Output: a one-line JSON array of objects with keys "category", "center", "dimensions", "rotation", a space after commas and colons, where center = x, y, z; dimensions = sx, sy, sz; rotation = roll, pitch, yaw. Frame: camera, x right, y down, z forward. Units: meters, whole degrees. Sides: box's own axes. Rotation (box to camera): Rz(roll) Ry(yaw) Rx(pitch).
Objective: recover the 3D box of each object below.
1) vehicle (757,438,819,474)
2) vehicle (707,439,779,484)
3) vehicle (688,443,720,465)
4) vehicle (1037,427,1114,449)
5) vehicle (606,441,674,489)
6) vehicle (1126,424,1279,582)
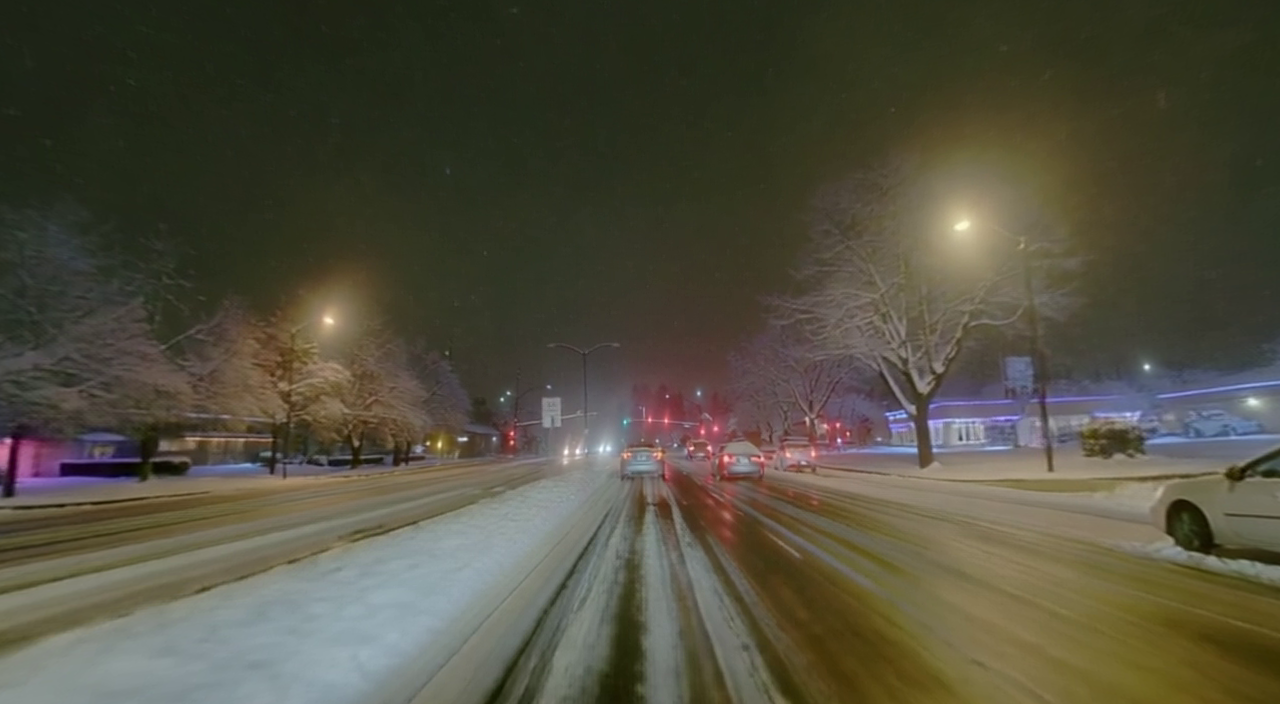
[{"category": "vehicle", "center": [7.461, 5.270, 32.263], "dimensions": [2.044, 1.701, 4.397], "rotation": [0, -8, -1]}, {"category": "vehicle", "center": [3.775, 4.084, 23.796], "dimensions": [1.988, 1.528, 4.144], "rotation": [0, -8, 0]}, {"category": "vehicle", "center": [4.503, 7.215, 44.925], "dimensions": [1.862, 1.457, 4.204], "rotation": [0, -8, 0]}, {"category": "vehicle", "center": [33.813, 6.665, 48.967], "dimensions": [4.462, 1.628, 1.921], "rotation": [-1, -8, 2]}, {"category": "vehicle", "center": [0.005, 3.767, 21.370], "dimensions": [2.096, 1.473, 3.893], "rotation": [0, -8, 0]}, {"category": "vehicle", "center": [7.136, 1.413, 5.768], "dimensions": [1.892, 1.515, 4.400], "rotation": [0, -8, 1]}]
